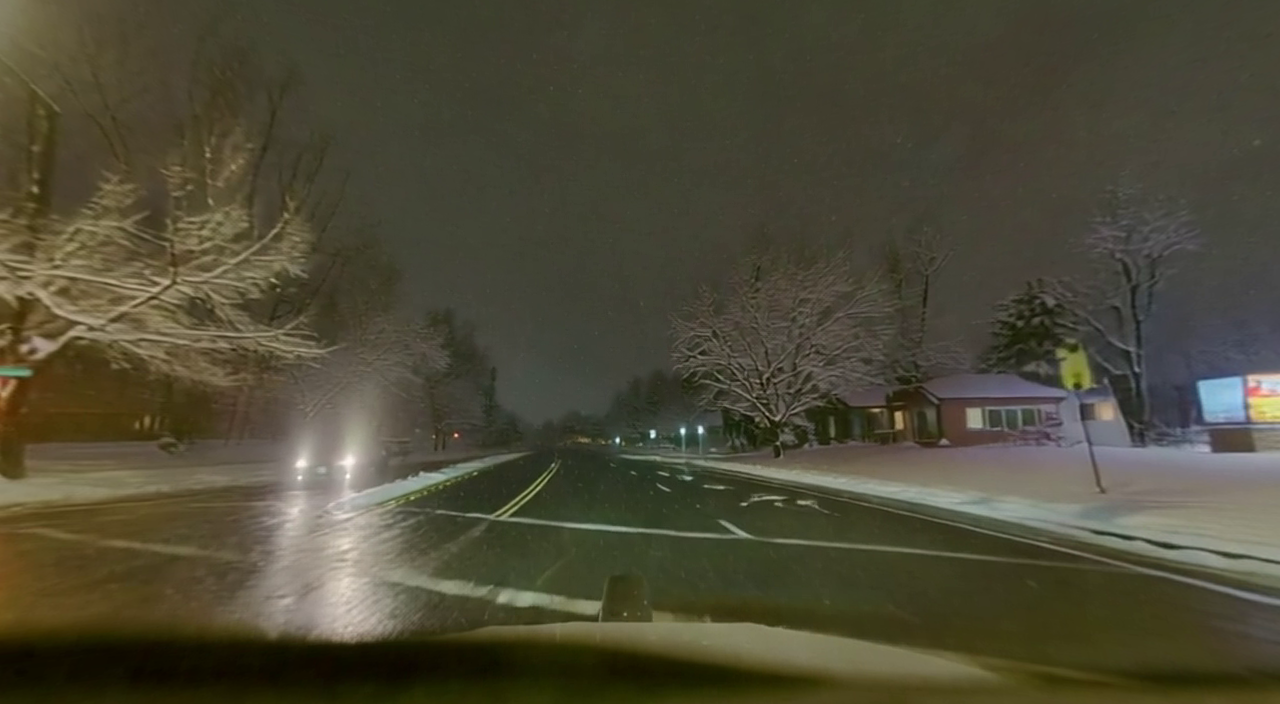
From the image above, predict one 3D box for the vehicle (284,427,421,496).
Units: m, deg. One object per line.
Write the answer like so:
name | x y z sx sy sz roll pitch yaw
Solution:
vehicle | -7.752 2.985 17.567 2.048 1.670 4.450 1 -8 -5
